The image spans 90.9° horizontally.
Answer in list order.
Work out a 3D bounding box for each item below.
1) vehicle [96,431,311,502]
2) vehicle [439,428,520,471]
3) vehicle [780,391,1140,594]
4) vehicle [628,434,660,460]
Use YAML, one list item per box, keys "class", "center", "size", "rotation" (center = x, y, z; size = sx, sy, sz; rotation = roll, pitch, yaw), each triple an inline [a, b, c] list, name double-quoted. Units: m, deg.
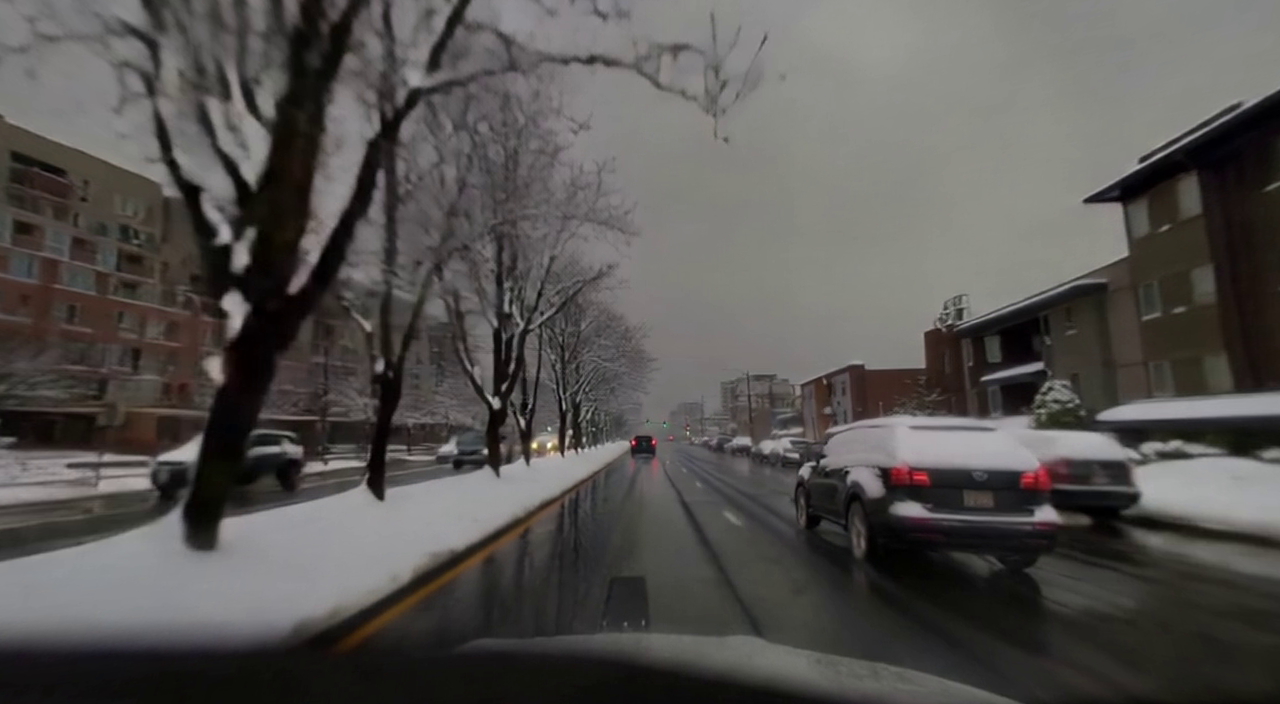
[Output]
- class: "vehicle"
  center: [-11.923, 3.147, 17.907]
  size: [2.191, 1.684, 5.428]
  rotation: [0, -8, 1]
- class: "vehicle"
  center: [-7.682, 4.754, 30.882]
  size: [2.249, 1.898, 5.815]
  rotation: [-1, -8, 2]
- class: "vehicle"
  center: [3.286, 1.548, 7.808]
  size: [2.071, 1.747, 4.549]
  rotation: [0, -8, 0]
- class: "vehicle"
  center: [0.322, 6.940, 46.035]
  size: [2.244, 1.813, 4.129]
  rotation: [0, -8, 2]
